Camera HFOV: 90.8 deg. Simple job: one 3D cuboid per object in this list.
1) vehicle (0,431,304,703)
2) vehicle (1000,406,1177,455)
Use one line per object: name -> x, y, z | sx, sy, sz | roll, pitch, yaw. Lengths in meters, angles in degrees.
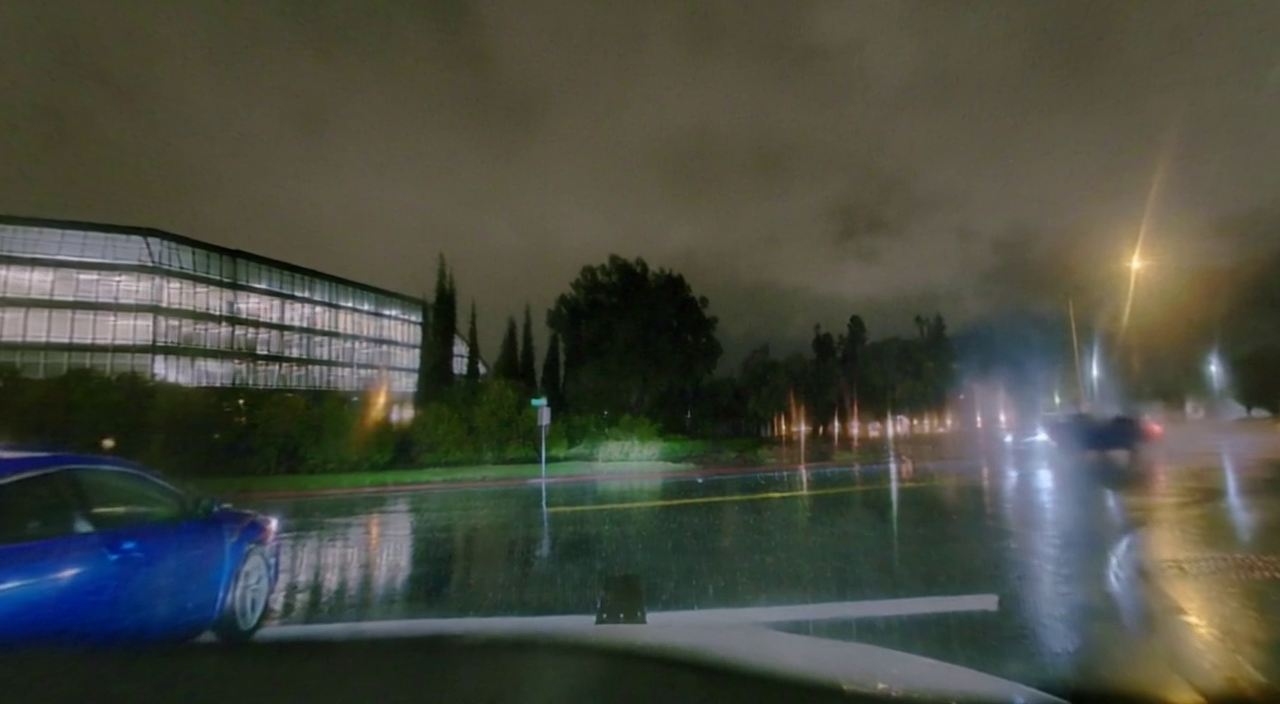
vehicle -> -3.303, 1.044, 2.486 | 2.069, 1.413, 5.006 | 1, -9, -11
vehicle -> 15.027, 2.664, 21.294 | 4.788, 1.548, 1.965 | 1, -9, -11
